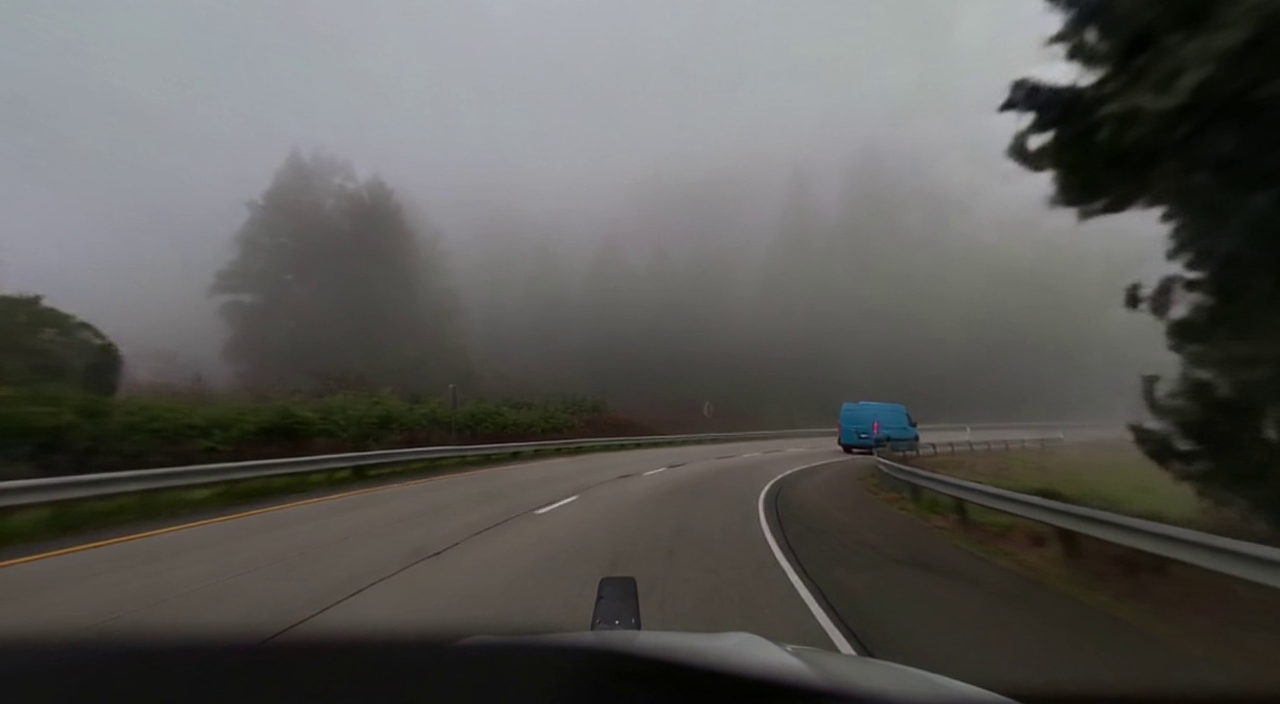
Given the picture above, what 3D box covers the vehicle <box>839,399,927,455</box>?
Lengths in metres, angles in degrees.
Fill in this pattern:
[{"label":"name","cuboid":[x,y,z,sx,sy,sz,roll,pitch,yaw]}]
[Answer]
[{"label":"vehicle","cuboid":[12.337,3.808,31.840,2.352,2.577,5.330,-6,-10,41]}]
